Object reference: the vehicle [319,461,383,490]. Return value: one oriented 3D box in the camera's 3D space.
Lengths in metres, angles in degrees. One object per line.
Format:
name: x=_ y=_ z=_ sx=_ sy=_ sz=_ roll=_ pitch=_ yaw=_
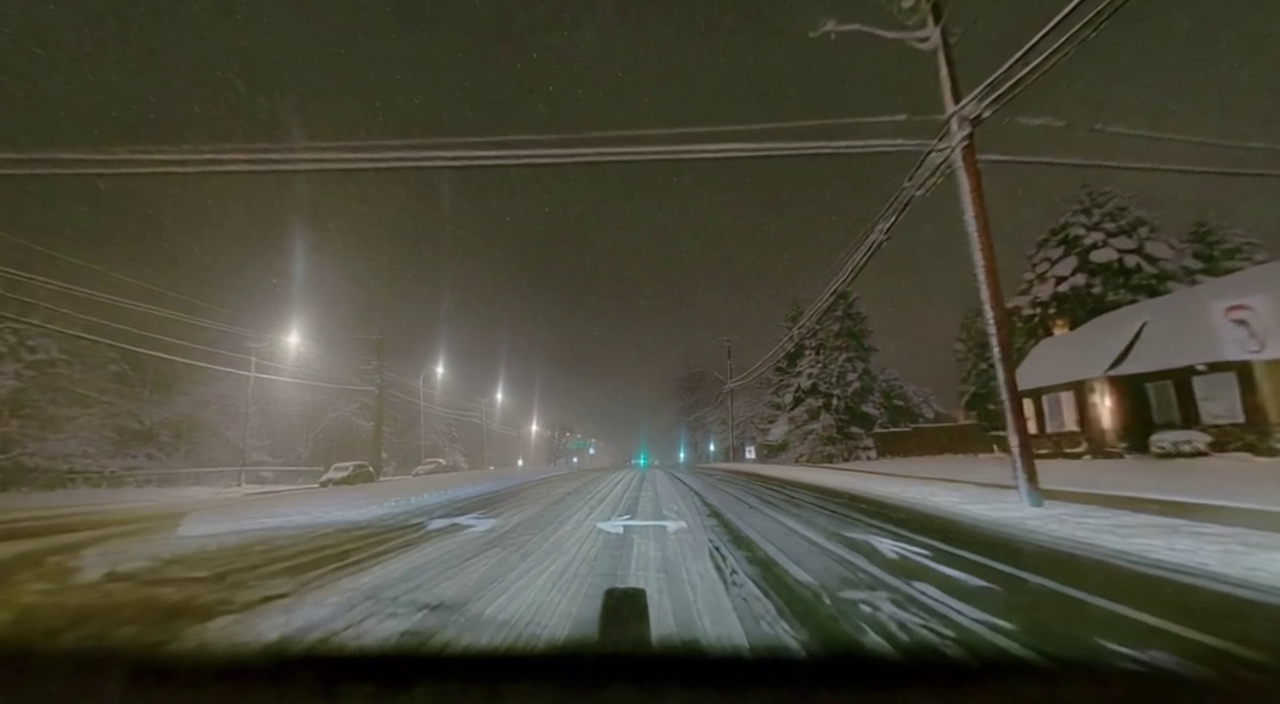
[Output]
vehicle: x=-21.399 y=9.145 z=46.936 sx=2.052 sy=1.915 sz=5.101 roll=-1 pitch=-8 yaw=4
